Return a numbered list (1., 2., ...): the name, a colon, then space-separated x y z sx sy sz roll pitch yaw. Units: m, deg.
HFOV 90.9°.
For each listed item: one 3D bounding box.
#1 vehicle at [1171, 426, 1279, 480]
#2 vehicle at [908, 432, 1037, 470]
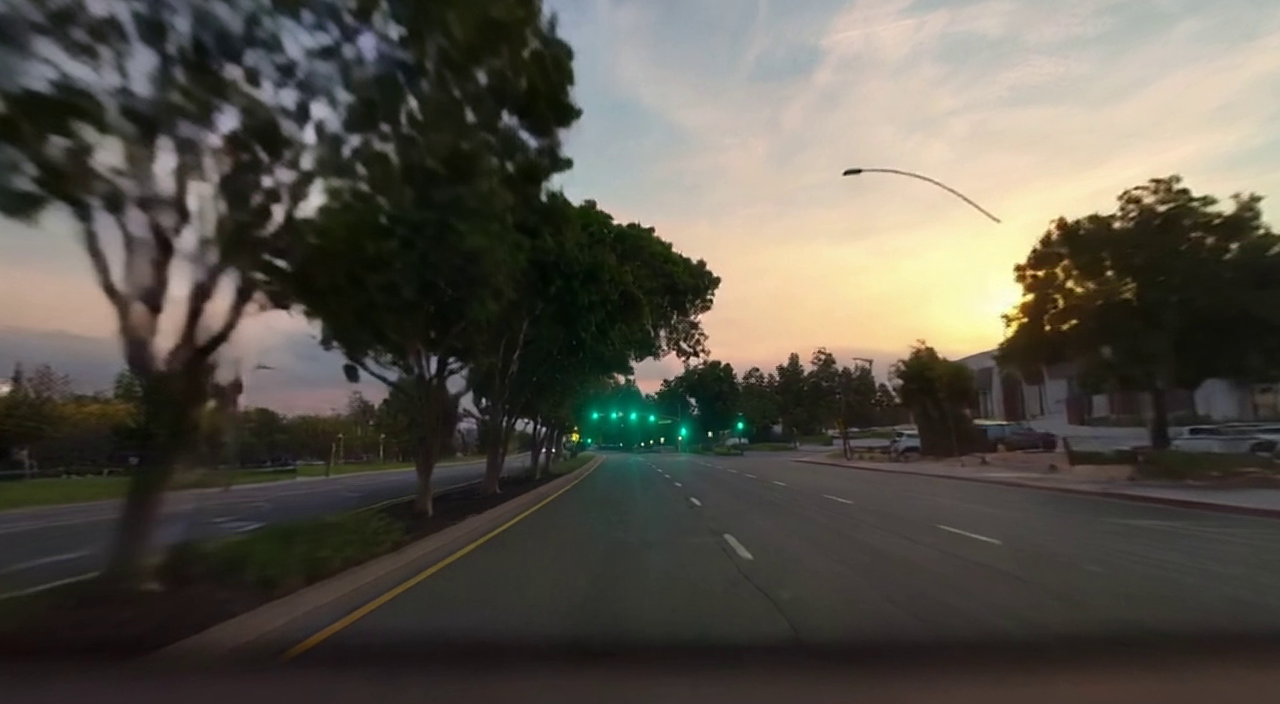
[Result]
1. vehicle: 18.496 2.925 18.346 4.244 1.448 1.960 0 -8 1
2. vehicle: 15.785 4.703 30.118 4.982 1.441 1.951 -3 -8 -2
